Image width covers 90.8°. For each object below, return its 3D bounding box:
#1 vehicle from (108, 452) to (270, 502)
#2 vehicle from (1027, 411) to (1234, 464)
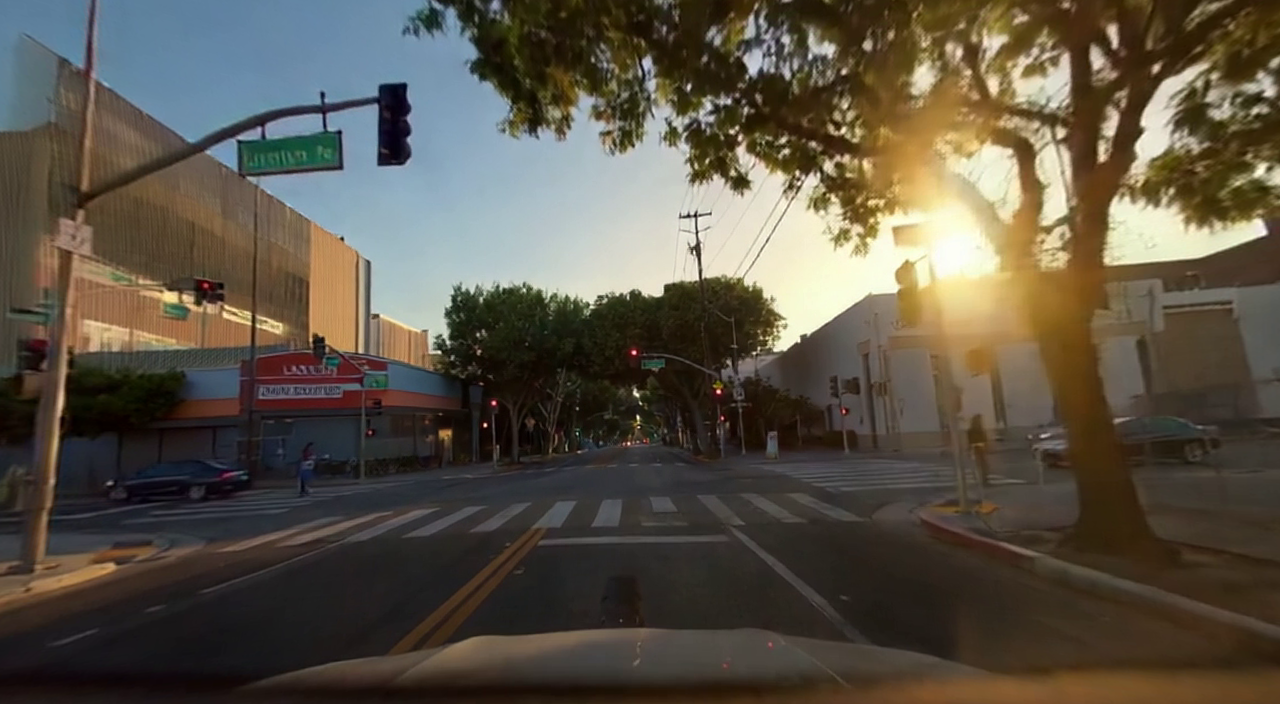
[{"bbox_3d":[-15.849,4.388,22.302,4.624,1.478,2.118,-4,-7,14],"label":"vehicle"},{"bbox_3d":[14.532,2.581,18.923,4.632,1.484,1.907,0,-9,-2],"label":"vehicle"}]
